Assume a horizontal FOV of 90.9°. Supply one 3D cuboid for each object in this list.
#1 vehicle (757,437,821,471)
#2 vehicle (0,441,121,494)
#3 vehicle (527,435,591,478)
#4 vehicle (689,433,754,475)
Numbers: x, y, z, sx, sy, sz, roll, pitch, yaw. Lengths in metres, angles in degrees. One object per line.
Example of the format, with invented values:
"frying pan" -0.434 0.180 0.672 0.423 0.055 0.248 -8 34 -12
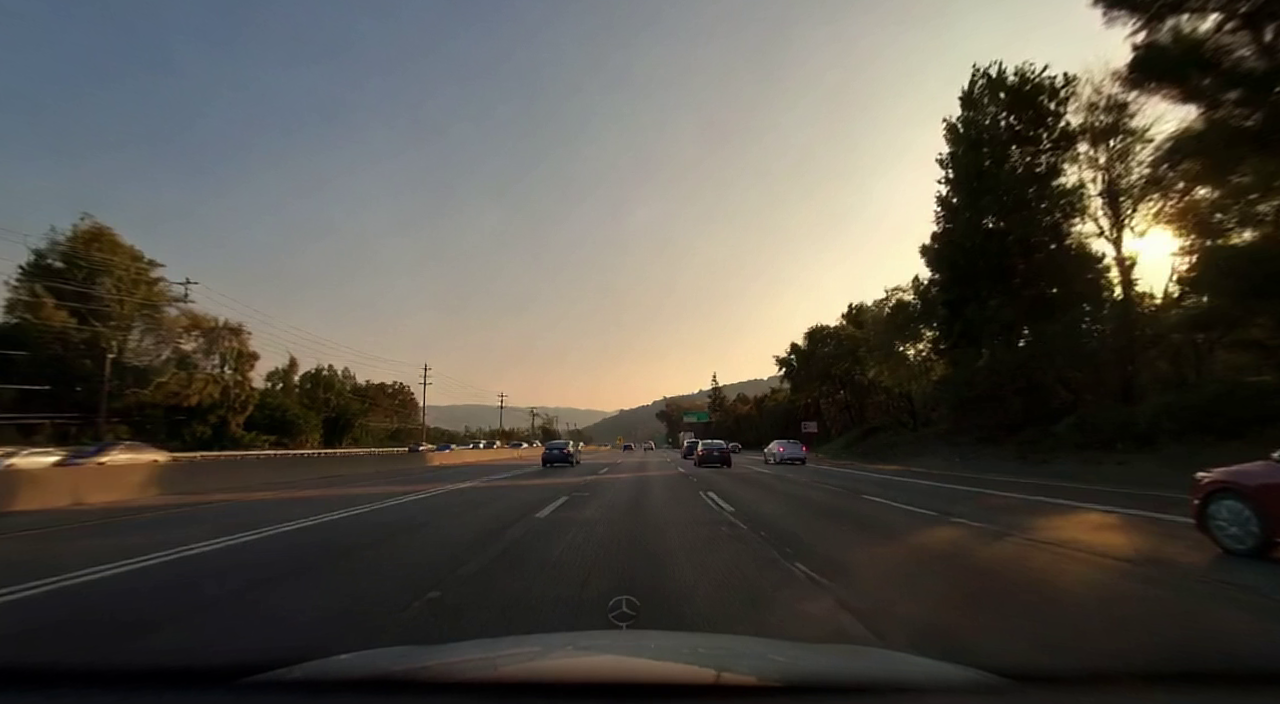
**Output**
"vehicle" 7.294 5.019 31.369 1.988 1.518 4.856 0 -8 0
"vehicle" -18.777 3.570 19.842 1.650 1.467 3.708 -1 -8 1
"vehicle" -3.447 4.532 27.625 2.106 1.682 4.395 -1 -8 2
"vehicle" 3.436 4.401 27.429 2.146 1.639 4.475 0 -8 -1
